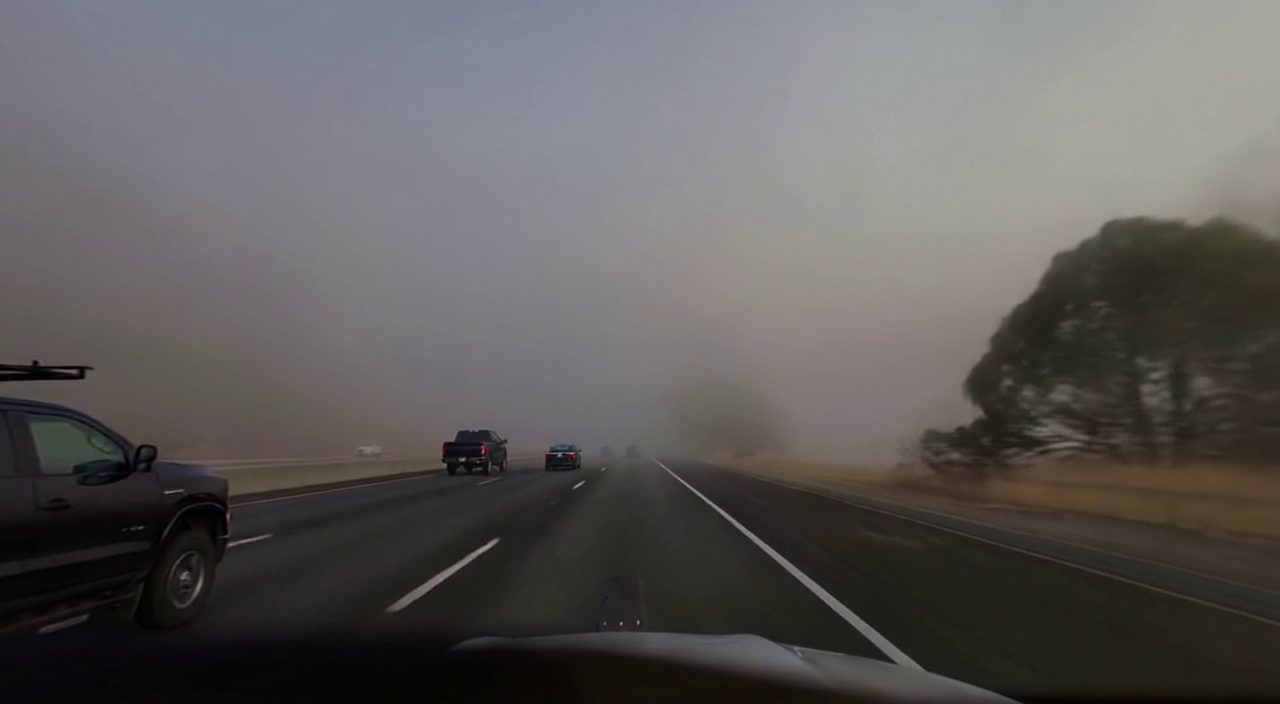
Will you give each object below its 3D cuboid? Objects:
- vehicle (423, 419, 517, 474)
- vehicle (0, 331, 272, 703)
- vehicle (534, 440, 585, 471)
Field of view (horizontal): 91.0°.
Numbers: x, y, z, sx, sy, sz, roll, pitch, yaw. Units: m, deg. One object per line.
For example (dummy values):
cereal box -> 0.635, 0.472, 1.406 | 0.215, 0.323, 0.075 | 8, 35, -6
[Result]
vehicle -> -7.612, 4.369, 29.056 | 2.594, 2.254, 6.028 | 0, -9, 0
vehicle -> -4.052, 0.740, 2.375 | 2.200, 1.807, 5.041 | 0, -9, 1
vehicle -> -4.147, 5.418, 33.142 | 2.012, 1.509, 4.359 | 0, -9, 1
